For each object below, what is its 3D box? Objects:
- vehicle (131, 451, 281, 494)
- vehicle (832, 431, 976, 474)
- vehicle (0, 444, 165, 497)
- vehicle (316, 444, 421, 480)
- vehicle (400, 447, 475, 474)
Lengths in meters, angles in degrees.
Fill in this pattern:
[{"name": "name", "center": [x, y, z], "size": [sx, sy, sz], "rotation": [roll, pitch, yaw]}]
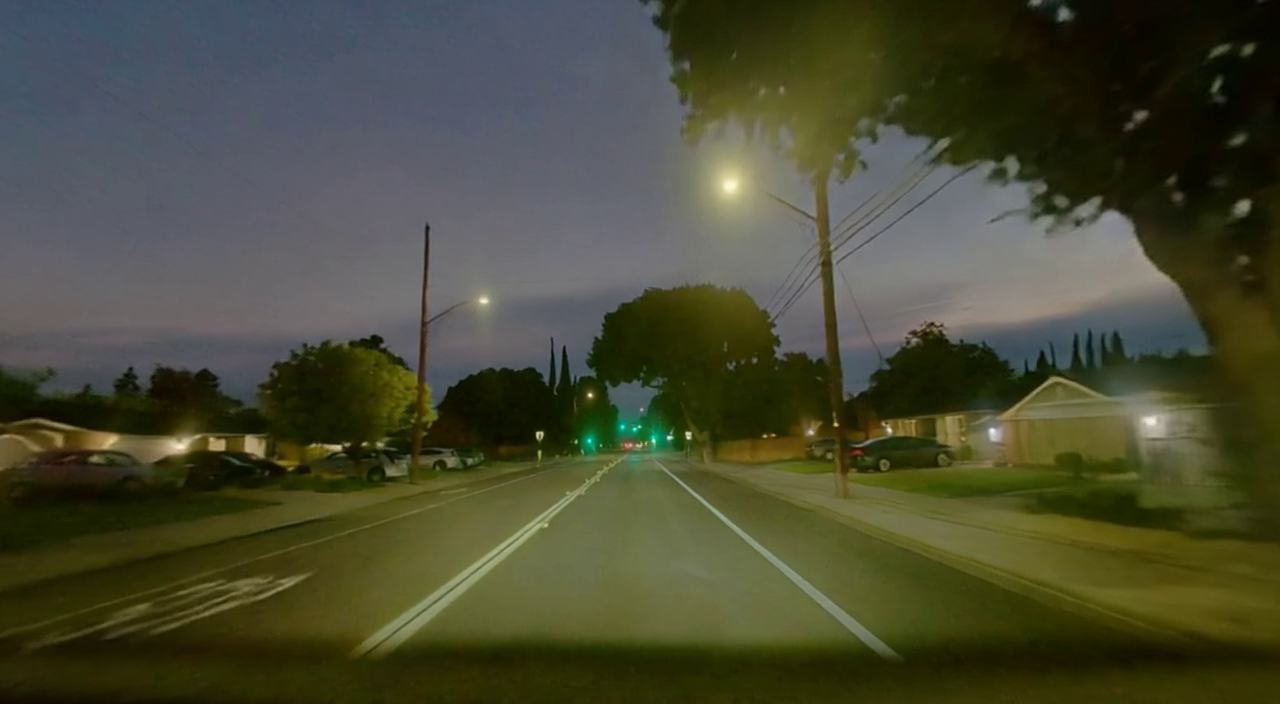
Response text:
[{"name": "vehicle", "center": [-16.562, 4.609, 24.352], "size": [4.199, 1.510, 2.058], "rotation": [2, -8, -10]}, {"name": "vehicle", "center": [10.562, 4.036, 25.491], "size": [4.908, 1.537, 2.065], "rotation": [0, -8, -7]}, {"name": "vehicle", "center": [-21.929, 4.482, 24.163], "size": [5.369, 1.862, 2.338], "rotation": [1, -8, -8]}, {"name": "vehicle", "center": [-13.059, 5.318, 30.651], "size": [4.207, 1.648, 1.956], "rotation": [1, -8, -6]}, {"name": "vehicle", "center": [-12.454, 6.700, 39.037], "size": [3.927, 1.560, 2.049], "rotation": [0, -8, -1]}]
